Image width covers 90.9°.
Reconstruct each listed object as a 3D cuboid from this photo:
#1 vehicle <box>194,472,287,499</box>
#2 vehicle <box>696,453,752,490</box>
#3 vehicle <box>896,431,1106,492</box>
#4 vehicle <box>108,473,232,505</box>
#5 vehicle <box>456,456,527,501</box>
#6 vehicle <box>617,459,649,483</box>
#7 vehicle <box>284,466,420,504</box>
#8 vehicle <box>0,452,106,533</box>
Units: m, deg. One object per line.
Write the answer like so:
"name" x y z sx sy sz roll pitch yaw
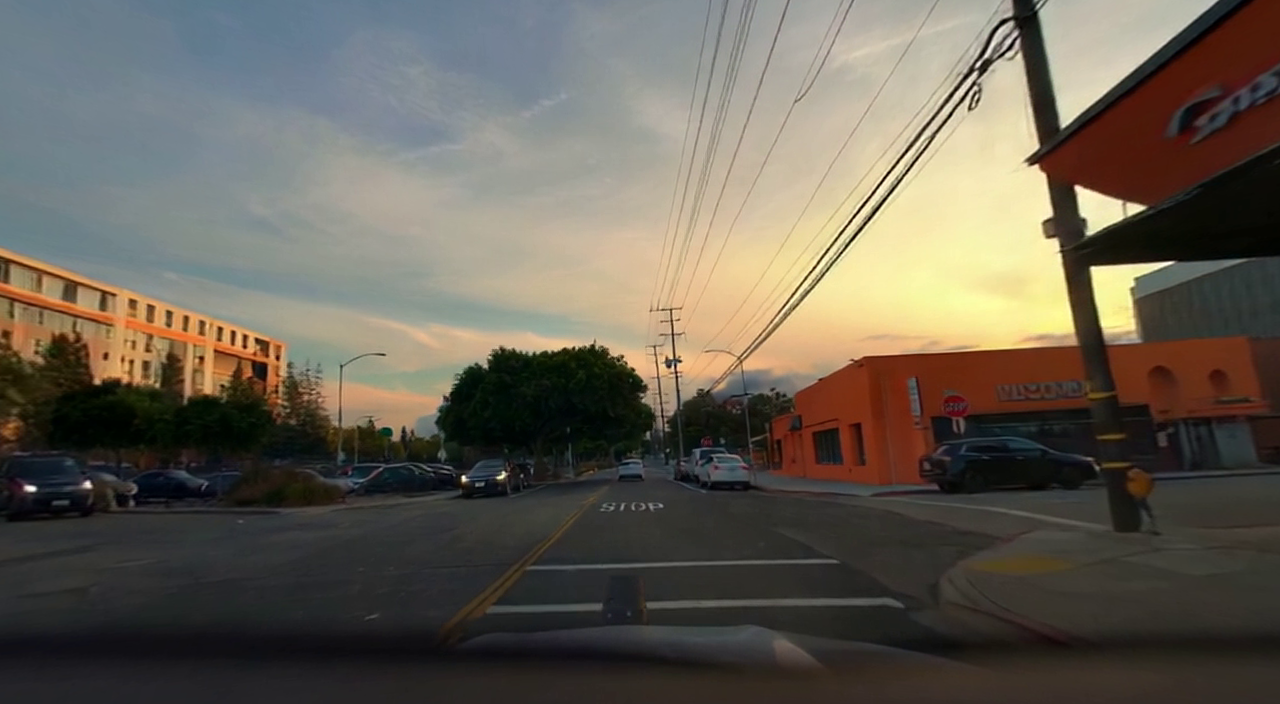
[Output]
"vehicle" -23.923 8.016 37.873 4.276 1.452 1.803 1 -9 -4
"vehicle" 3.593 5.187 27.660 1.840 1.452 4.517 0 -9 0
"vehicle" 10.863 3.307 19.191 5.255 1.688 1.994 1 -9 -6
"vehicle" -23.938 6.992 32.263 4.660 1.488 1.930 0 -9 -3
"vehicle" -6.496 5.571 28.226 2.146 1.775 5.117 0 -9 -2
"vehicle" -0.534 8.160 43.495 2.033 1.464 4.645 0 -9 -3
"vehicle" -12.433 5.762 27.482 4.968 1.493 1.961 1 -9 -4
"vehicle" -14.068 3.192 14.876 2.010 1.630 4.139 8 -12 -40
